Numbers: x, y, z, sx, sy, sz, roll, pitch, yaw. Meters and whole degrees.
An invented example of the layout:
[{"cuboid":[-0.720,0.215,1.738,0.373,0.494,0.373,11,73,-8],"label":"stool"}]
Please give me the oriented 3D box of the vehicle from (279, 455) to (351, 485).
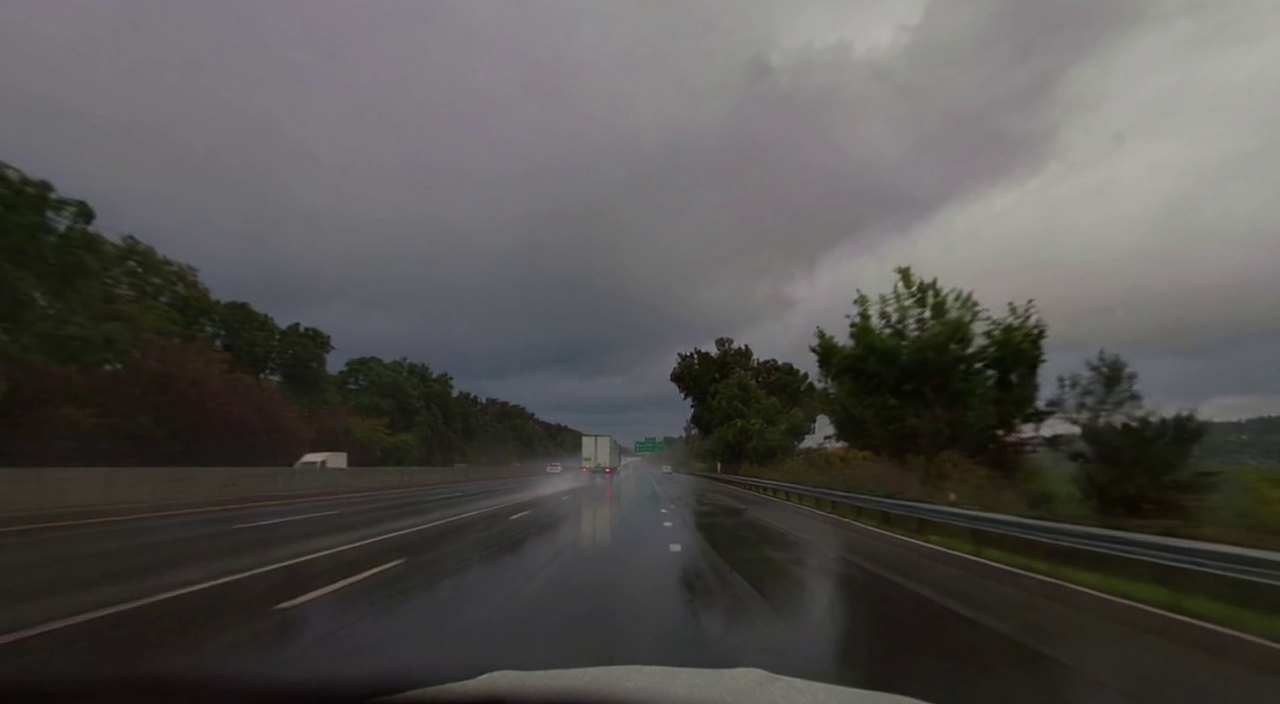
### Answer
[{"cuboid":[-21.574,7.899,42.102,2.068,1.838,4.784,0,-10,2],"label":"vehicle"}]
